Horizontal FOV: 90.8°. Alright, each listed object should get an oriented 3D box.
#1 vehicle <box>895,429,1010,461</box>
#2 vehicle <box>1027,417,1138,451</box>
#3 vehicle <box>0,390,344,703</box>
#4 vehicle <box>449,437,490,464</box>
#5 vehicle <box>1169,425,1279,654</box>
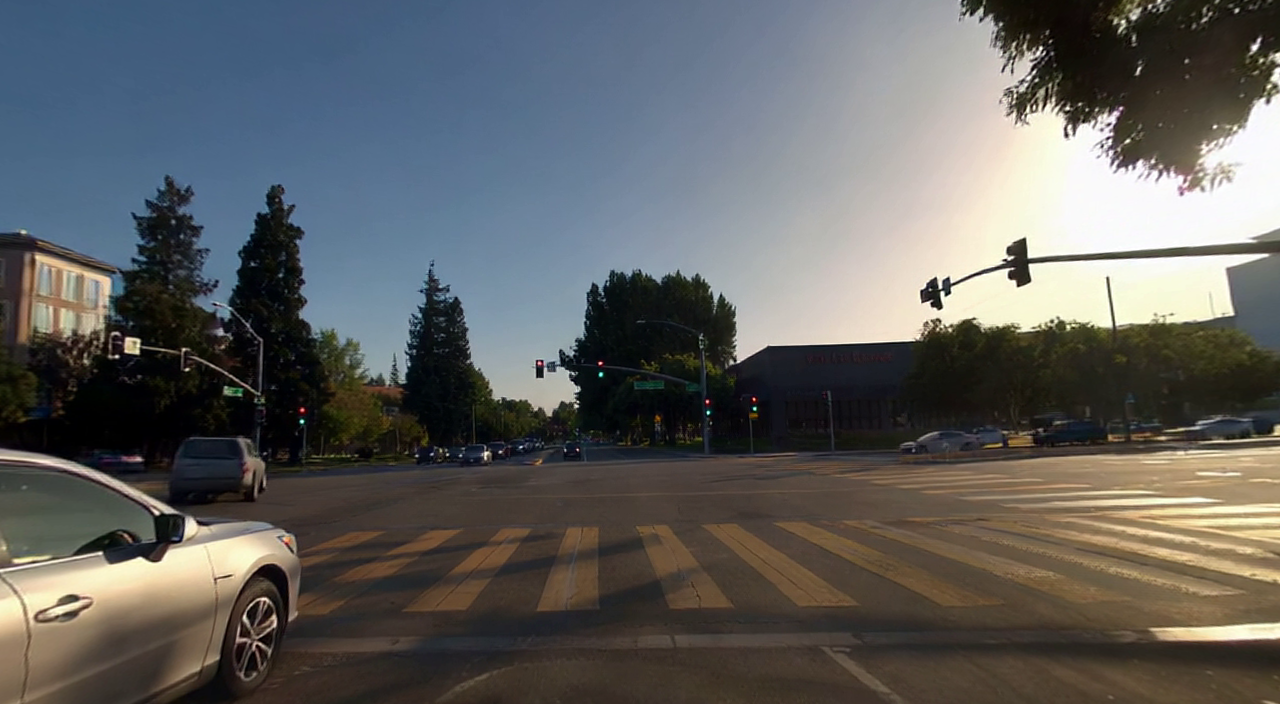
[{"bbox_3d":[15.554,4.643,31.619,4.660,1.495,2.007,0,-8,-2],"label":"vehicle"},{"bbox_3d":[24.485,4.547,35.087,4.611,1.797,2.096,0,-8,-2],"label":"vehicle"},{"bbox_3d":[-3.068,0.886,2.153,1.919,1.478,4.720,0,-8,-1],"label":"vehicle"},{"bbox_3d":[-12.797,7.412,47.603,2.051,1.715,4.346,-2,-6,-2],"label":"vehicle"},{"bbox_3d":[4.940,0.982,2.559,1.949,1.449,4.530,-1,-8,5],"label":"vehicle"}]
